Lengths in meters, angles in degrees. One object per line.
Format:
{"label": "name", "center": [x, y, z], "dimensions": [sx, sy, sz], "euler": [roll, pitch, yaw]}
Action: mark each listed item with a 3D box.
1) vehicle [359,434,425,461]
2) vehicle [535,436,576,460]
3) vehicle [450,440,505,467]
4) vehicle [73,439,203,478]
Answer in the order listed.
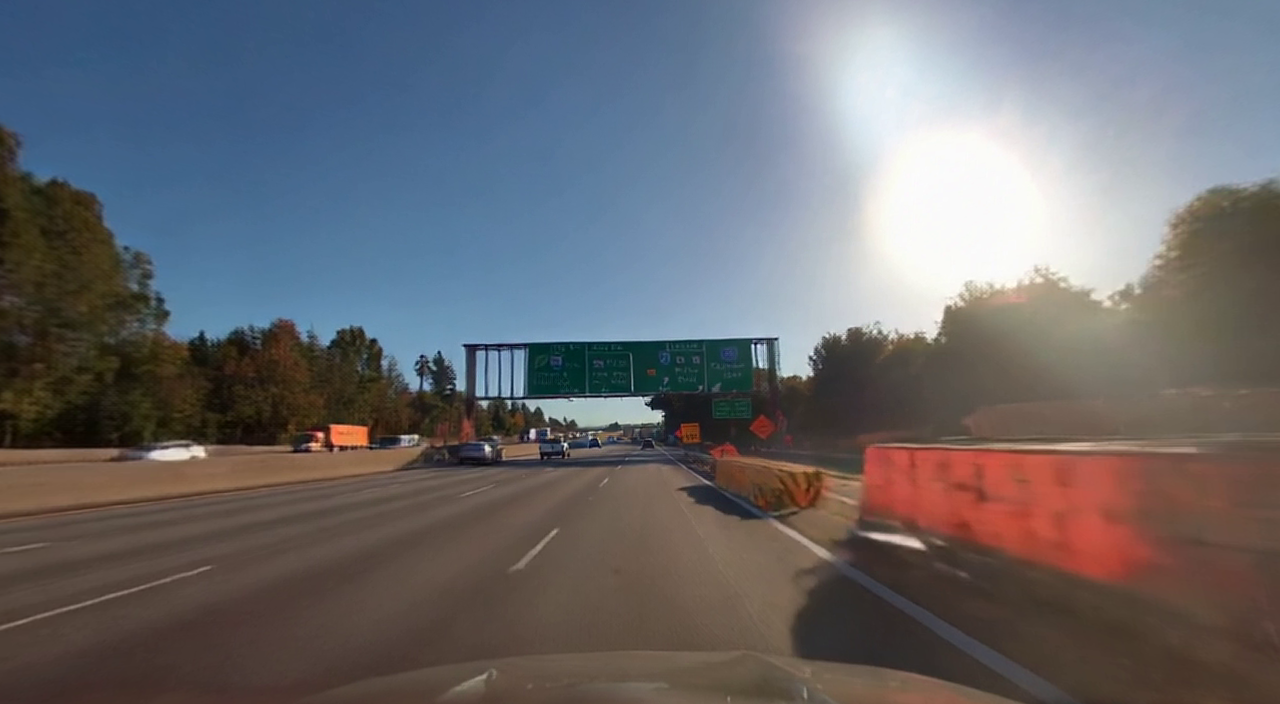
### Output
{"label": "vehicle", "center": [-18.603, 7.218, 47.643], "dimensions": [2.447, 1.910, 6.271], "euler": [0, -8, 1]}
{"label": "vehicle", "center": [-6.336, 7.307, 47.799], "dimensions": [2.402, 1.733, 4.512], "euler": [0, -8, 1]}
{"label": "vehicle", "center": [-9.712, 6.111, 38.044], "dimensions": [2.122, 1.511, 4.576], "euler": [0, -8, 0]}
{"label": "vehicle", "center": [-22.442, 4.774, 28.435], "dimensions": [2.186, 1.619, 4.359], "euler": [0, -9, 1]}
